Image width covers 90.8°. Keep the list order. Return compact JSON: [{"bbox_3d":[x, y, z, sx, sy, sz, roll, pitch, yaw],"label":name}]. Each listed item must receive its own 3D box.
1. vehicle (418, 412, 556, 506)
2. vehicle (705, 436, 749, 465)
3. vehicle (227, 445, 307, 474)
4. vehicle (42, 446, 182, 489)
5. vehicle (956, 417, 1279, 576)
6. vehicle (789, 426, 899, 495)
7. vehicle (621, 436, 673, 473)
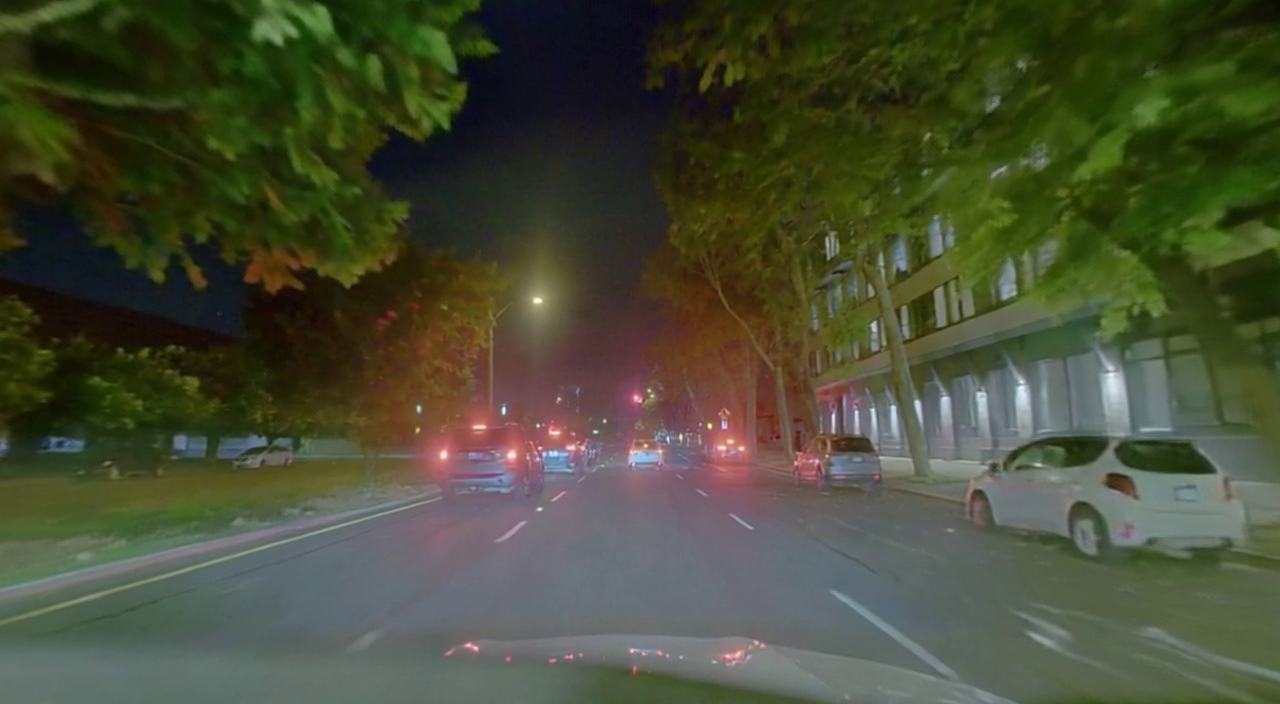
[{"bbox_3d":[-3.548,2.611,15.769,2.223,1.957,4.845,0,-9,0],"label":"vehicle"},{"bbox_3d":[5.986,6.868,44.113,2.300,1.903,4.579,0,-9,-2],"label":"vehicle"},{"bbox_3d":[-22.436,6.476,38.195,2.148,1.607,4.428,0,-9,-1],"label":"vehicle"},{"bbox_3d":[-22.215,4.832,26.888,1.910,1.632,4.624,0,-9,1],"label":"vehicle"},{"bbox_3d":[6.631,1.894,9.014,2.164,1.727,3.955,0,-9,0],"label":"vehicle"},{"bbox_3d":[6.393,3.452,20.423,1.997,1.943,4.409,0,-9,-1],"label":"vehicle"},{"bbox_3d":[0.262,4.796,29.711,2.201,1.589,3.843,0,-9,-3],"label":"vehicle"}]
